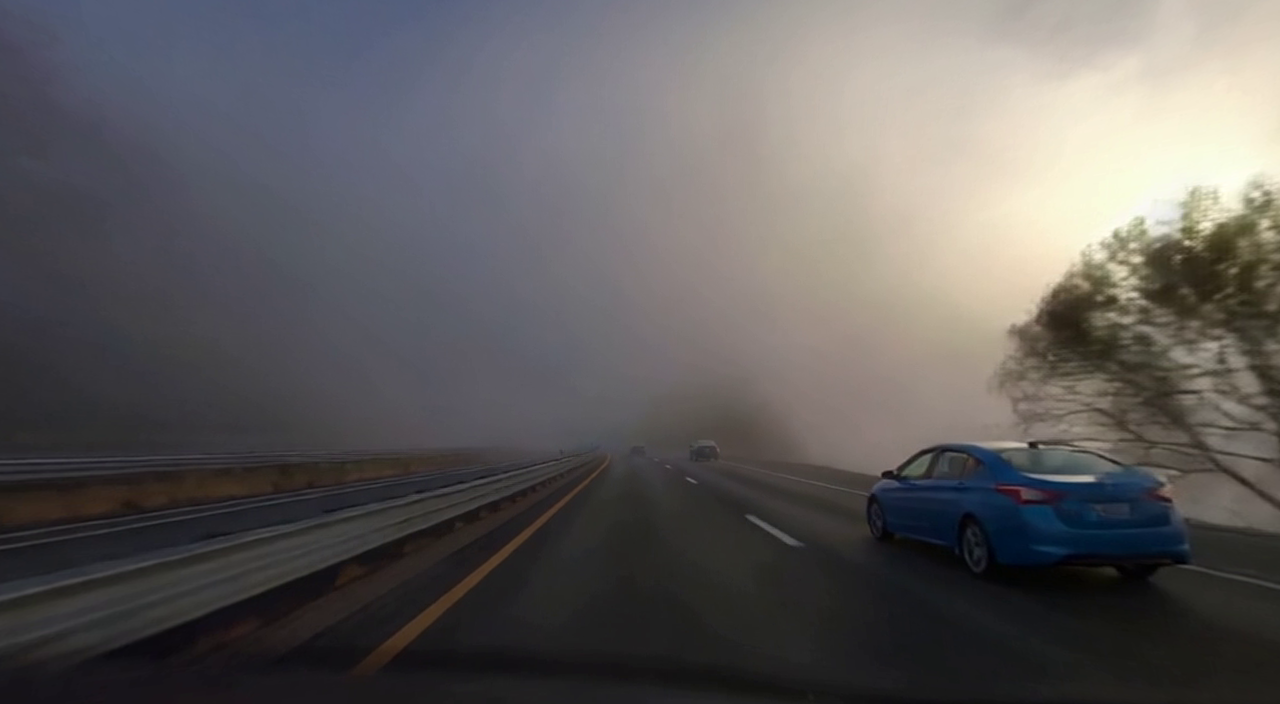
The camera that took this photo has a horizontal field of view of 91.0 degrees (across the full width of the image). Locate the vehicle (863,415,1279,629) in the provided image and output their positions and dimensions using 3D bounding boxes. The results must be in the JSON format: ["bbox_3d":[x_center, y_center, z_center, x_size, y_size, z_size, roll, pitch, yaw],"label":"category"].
[{"bbox_3d":[4.204,1.529,6.707,2.072,1.528,4.176,0,-8,-1],"label":"vehicle"}]

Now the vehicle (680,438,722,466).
[{"bbox_3d":[3.479,5.759,36.418,1.945,1.538,3.729,0,-8,-2],"label":"vehicle"}]
